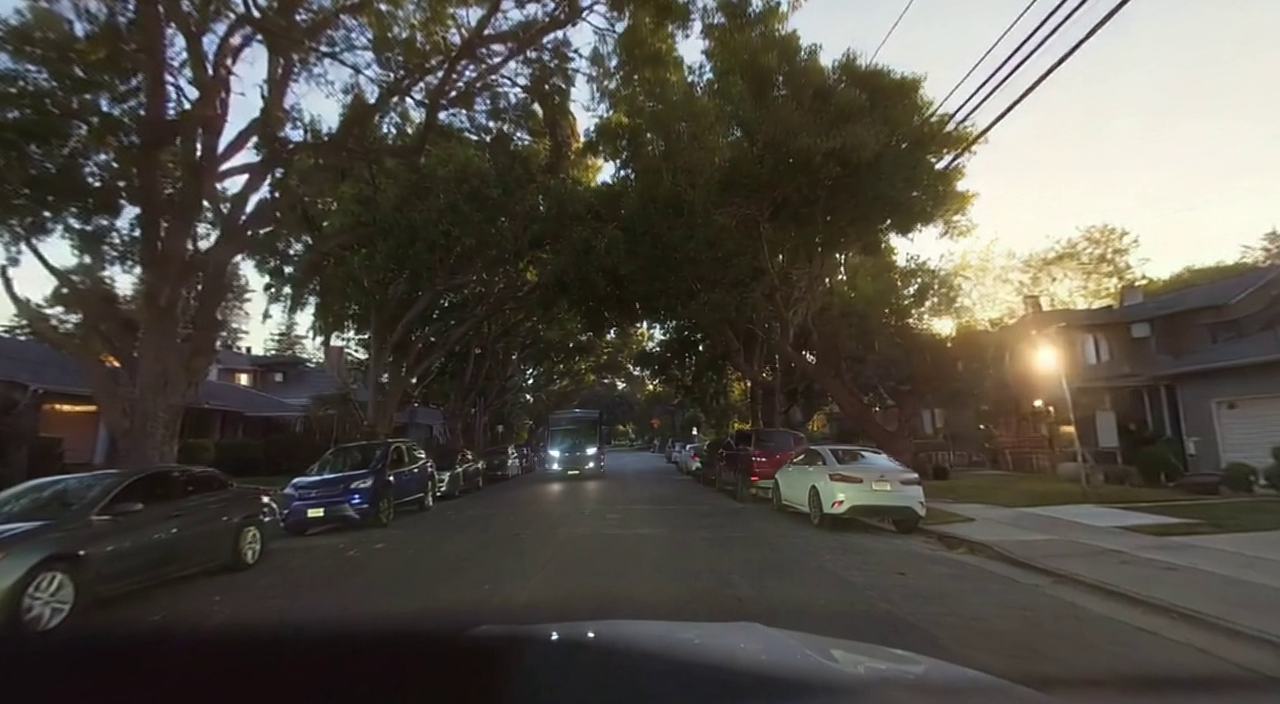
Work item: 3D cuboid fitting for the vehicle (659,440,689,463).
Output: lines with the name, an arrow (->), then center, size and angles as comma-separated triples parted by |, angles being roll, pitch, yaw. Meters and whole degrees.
vehicle -> 2.573, 7.650, 48.528 | 1.878, 1.664, 4.033 | 0, -8, -3

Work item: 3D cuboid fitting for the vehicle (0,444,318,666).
vehicle -> -5.216, 1.614, 5.951 | 1.861, 1.474, 4.749 | 0, -8, 0

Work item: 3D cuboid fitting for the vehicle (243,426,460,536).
vehicle -> -5.479, 2.499, 13.044 | 2.002, 1.781, 5.380 | 0, -8, -1

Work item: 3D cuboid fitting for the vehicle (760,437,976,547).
vehicle -> 3.537, 2.224, 10.795 | 1.813, 1.468, 4.267 | 1, -8, -5

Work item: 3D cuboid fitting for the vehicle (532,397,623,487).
vehicle -> -2.128, 3.412, 23.948 | 2.716, 2.887, 6.781 | 0, -8, 0
